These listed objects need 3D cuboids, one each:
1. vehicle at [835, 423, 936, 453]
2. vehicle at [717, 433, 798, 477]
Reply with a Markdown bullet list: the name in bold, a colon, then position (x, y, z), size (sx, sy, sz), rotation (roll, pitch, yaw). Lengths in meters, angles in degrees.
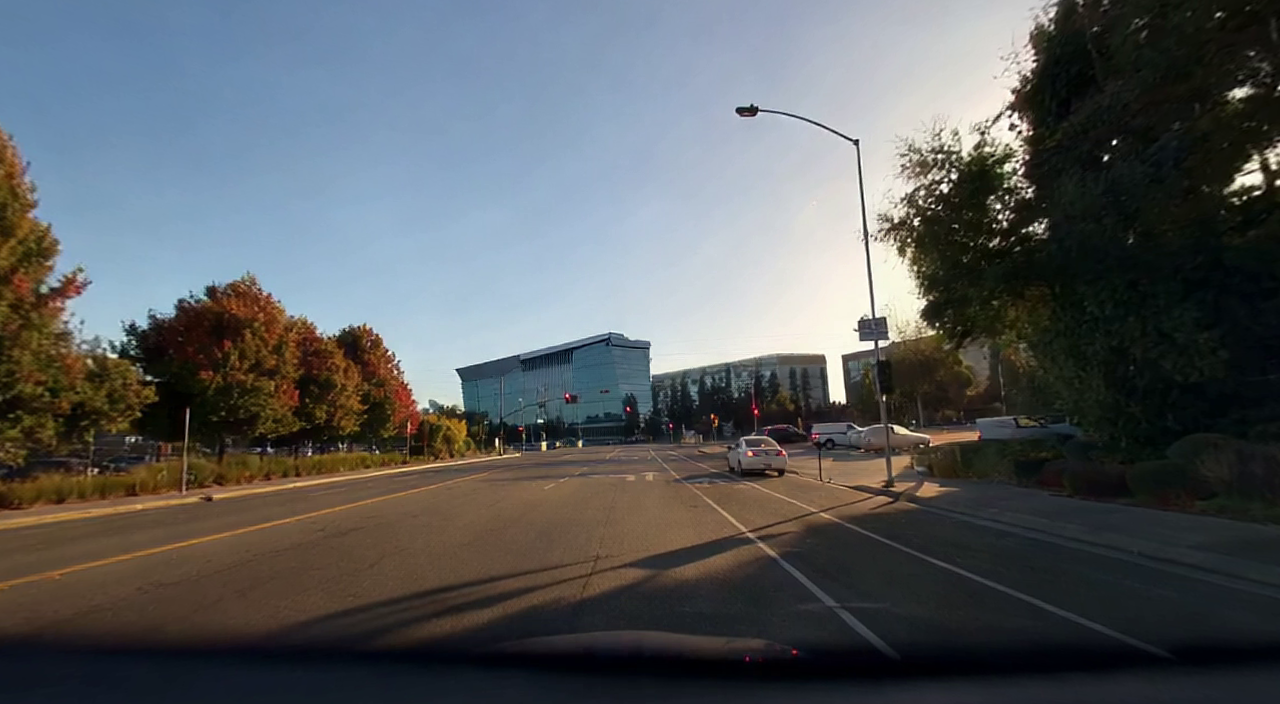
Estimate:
- **vehicle**: position (12.116, 4.271, 31.302), size (4.227, 1.451, 1.874), rotation (0, -7, 1)
- **vehicle**: position (4.215, 3.791, 23.356), size (2.006, 1.448, 4.671), rotation (0, -8, -1)
